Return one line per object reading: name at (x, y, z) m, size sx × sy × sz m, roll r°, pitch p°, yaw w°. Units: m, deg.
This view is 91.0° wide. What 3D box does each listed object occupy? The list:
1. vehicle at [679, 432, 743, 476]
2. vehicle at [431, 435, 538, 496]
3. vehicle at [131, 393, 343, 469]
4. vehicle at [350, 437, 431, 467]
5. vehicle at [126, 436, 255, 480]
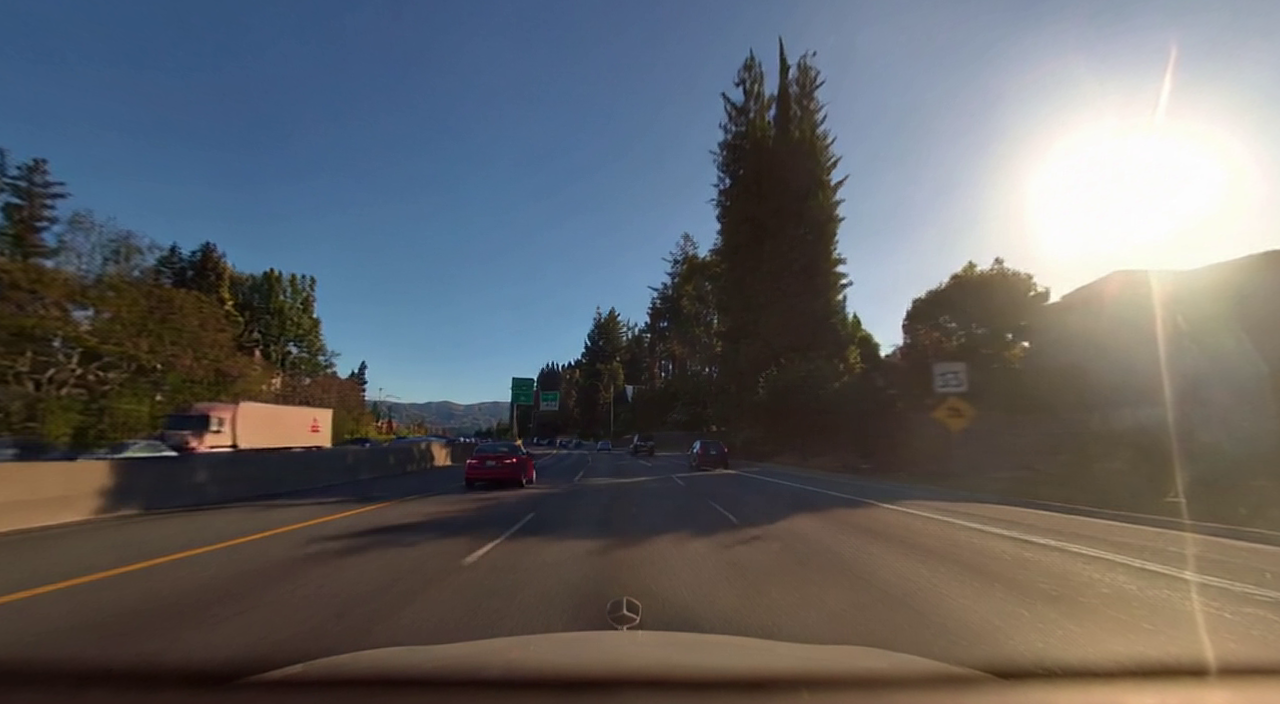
vehicle at (2.896, 4.285, 26.679) m, size 2.092 × 1.686 × 4.188 m, roll 0°, pitch -9°, yaw -2°
vehicle at (-4.316, 3.228, 18.245) m, size 2.036 × 1.528 × 4.400 m, roll 0°, pitch -9°, yaw -1°
vehicle at (-21.047, 4.487, 34.606) m, size 3.877 × 3.400 × 12.662 m, roll 1°, pitch -9°, yaw -3°
vehicle at (-12.833, 5.192, 32.762) m, size 2.295 × 1.425 × 4.766 m, roll 0°, pitch -9°, yaw 0°
vehicle at (-16.092, 3.819, 22.827) m, size 1.640 × 1.407 × 4.050 m, roll 0°, pitch -9°, yaw 0°
